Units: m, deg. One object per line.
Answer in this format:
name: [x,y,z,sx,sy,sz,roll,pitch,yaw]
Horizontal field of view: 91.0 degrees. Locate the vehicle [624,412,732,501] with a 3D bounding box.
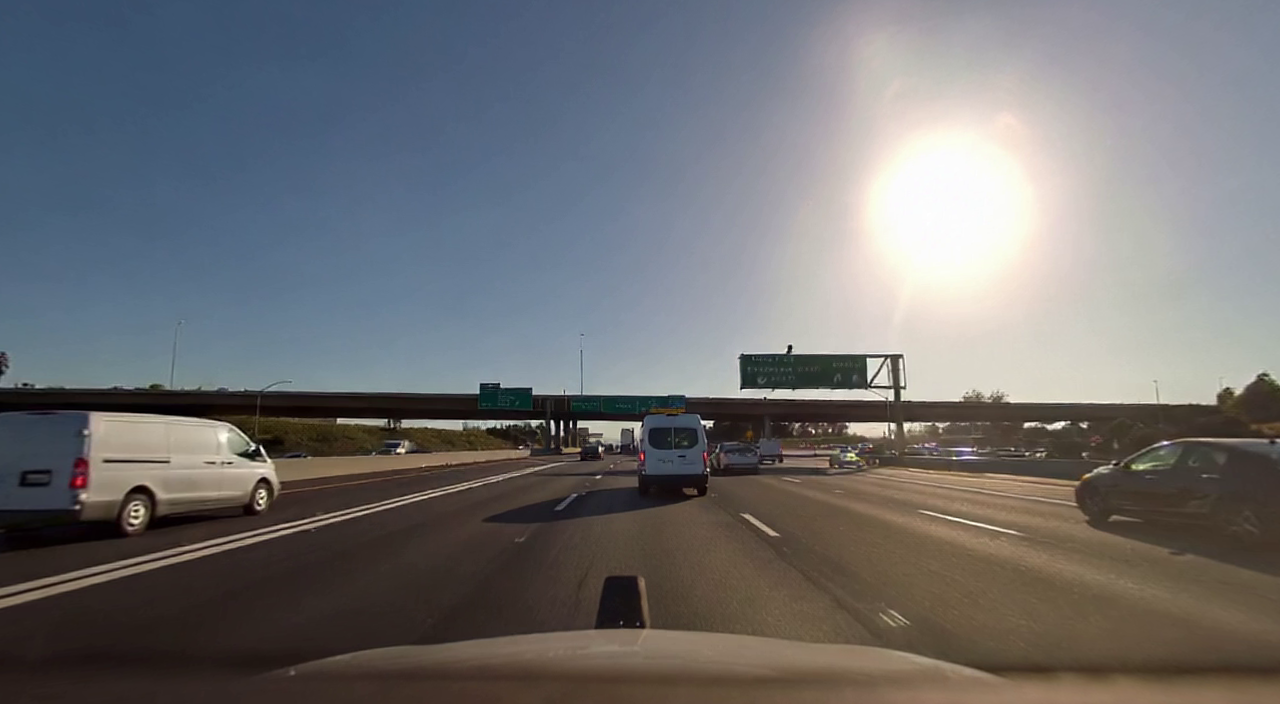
vehicle: [0.837,2.803,17.114,2.509,2.062,4.639,0,-8,-2]

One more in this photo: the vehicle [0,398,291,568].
vehicle: [-7.587,1.735,9.147,2.192,1.776,4.957,0,-8,0]

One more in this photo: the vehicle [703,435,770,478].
vehicle: [4.081,4.516,27.434,2.146,1.678,4.489,0,-8,-1]

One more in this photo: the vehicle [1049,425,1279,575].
vehicle: [7.503,1.694,7.667,2.016,1.507,4.474,0,-8,0]
